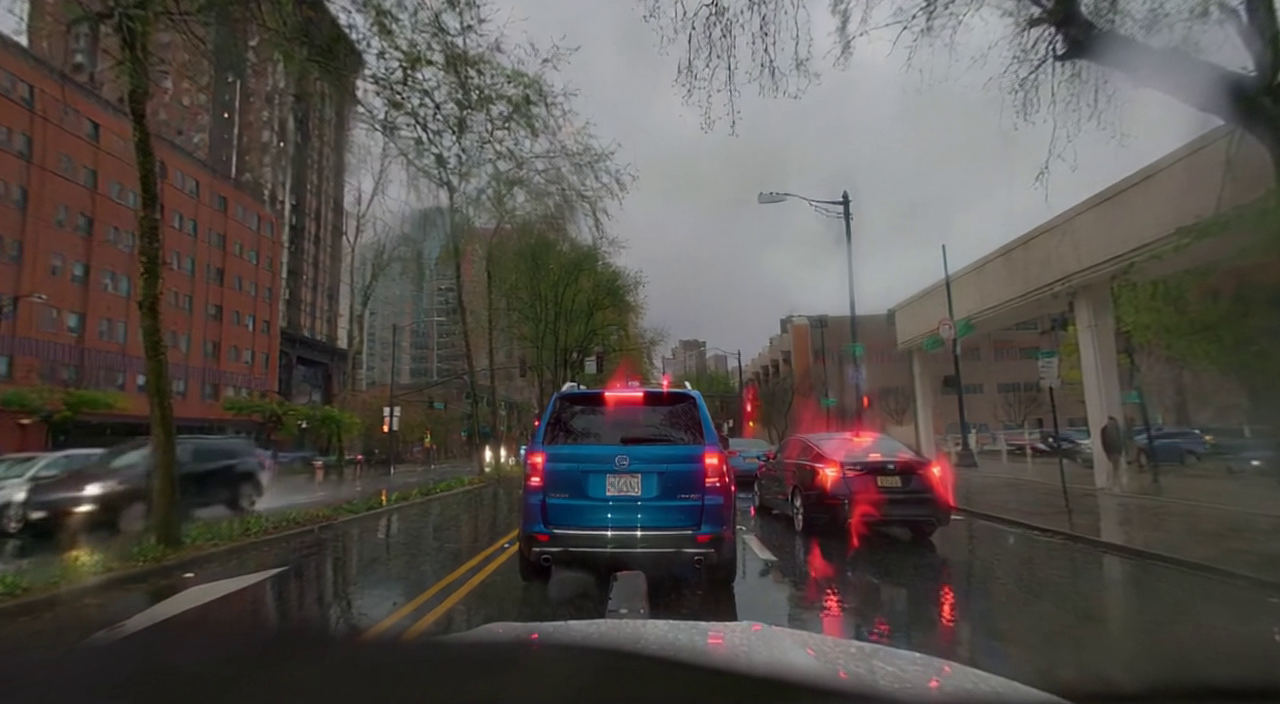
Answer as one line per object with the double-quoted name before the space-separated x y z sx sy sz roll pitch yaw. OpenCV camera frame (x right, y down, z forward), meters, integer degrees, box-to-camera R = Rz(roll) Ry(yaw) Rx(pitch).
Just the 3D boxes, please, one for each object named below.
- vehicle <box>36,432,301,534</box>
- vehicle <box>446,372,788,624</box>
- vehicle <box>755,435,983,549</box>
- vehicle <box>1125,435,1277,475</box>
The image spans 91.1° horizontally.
"vehicle" -9.202 2.547 12.885 2.054 1.722 4.292 0 -8 0
"vehicle" -0.158 1.364 6.765 2.453 1.816 4.300 0 -8 0
"vehicle" 3.290 2.086 10.087 2.056 1.422 4.130 0 -8 -1
"vehicle" 22.127 4.058 24.994 4.055 1.469 1.848 -4 -9 26
